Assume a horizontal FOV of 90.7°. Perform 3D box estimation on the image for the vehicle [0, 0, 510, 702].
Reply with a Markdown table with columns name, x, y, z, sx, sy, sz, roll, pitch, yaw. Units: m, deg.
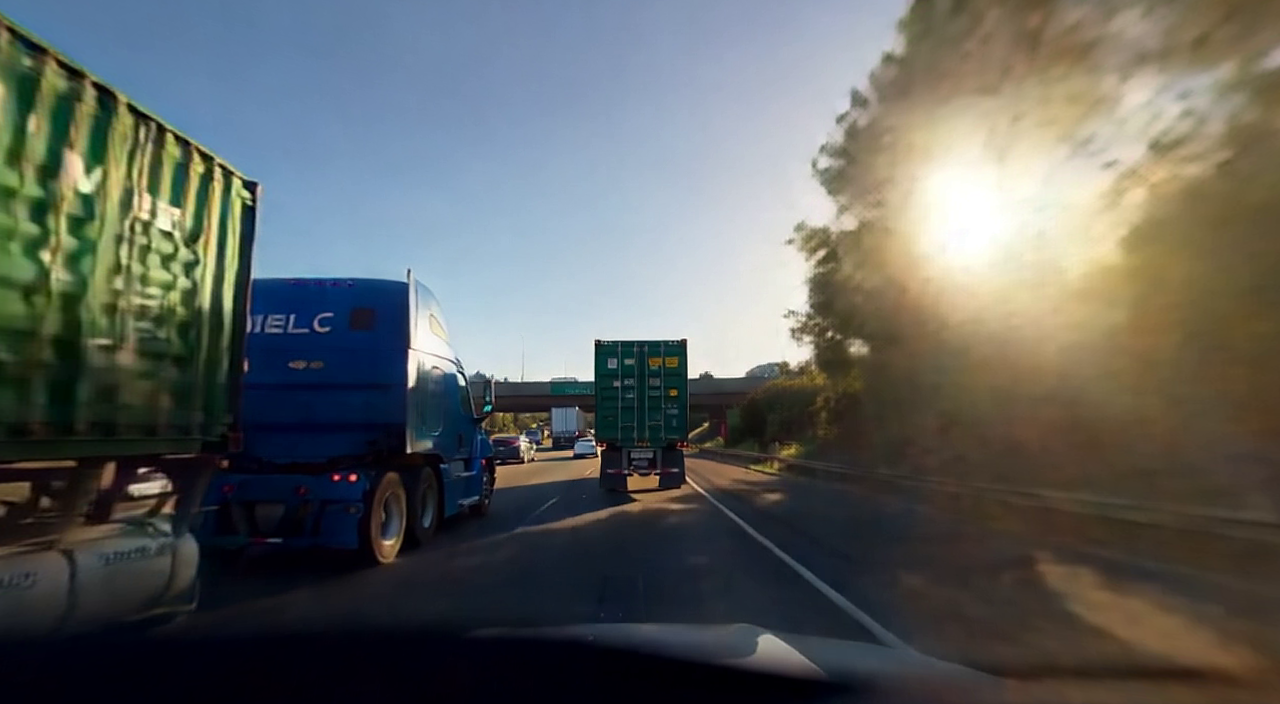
| name | x | y | z | sx | sy | sz | roll | pitch | yaw |
| --- | --- | --- | --- | --- | --- | --- | --- | --- | --- |
| vehicle | -3.740 | 0.290 | 6.846 | 3.187 | 3.949 | 6.963 | 0 | -9 | 0 |

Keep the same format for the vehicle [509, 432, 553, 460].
| name | x | y | z | sx | sy | sz | roll | pitch | yaw |
| --- | --- | --- | --- | --- | --- | --- | --- | --- | --- |
| vehicle | -7.213 | 6.264 | 42.238 | 2.163 | 1.772 | 4.244 | 0 | -9 | 0 |

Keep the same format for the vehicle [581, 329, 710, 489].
| name | x | y | z | sx | sy | sz | roll | pitch | yaw |
| --- | --- | --- | --- | --- | --- | --- | --- | --- | --- |
| vehicle | 0.062 | 2.021 | 20.502 | 3.357 | 4.212 | 7.519 | 0 | -9 | -1 |
